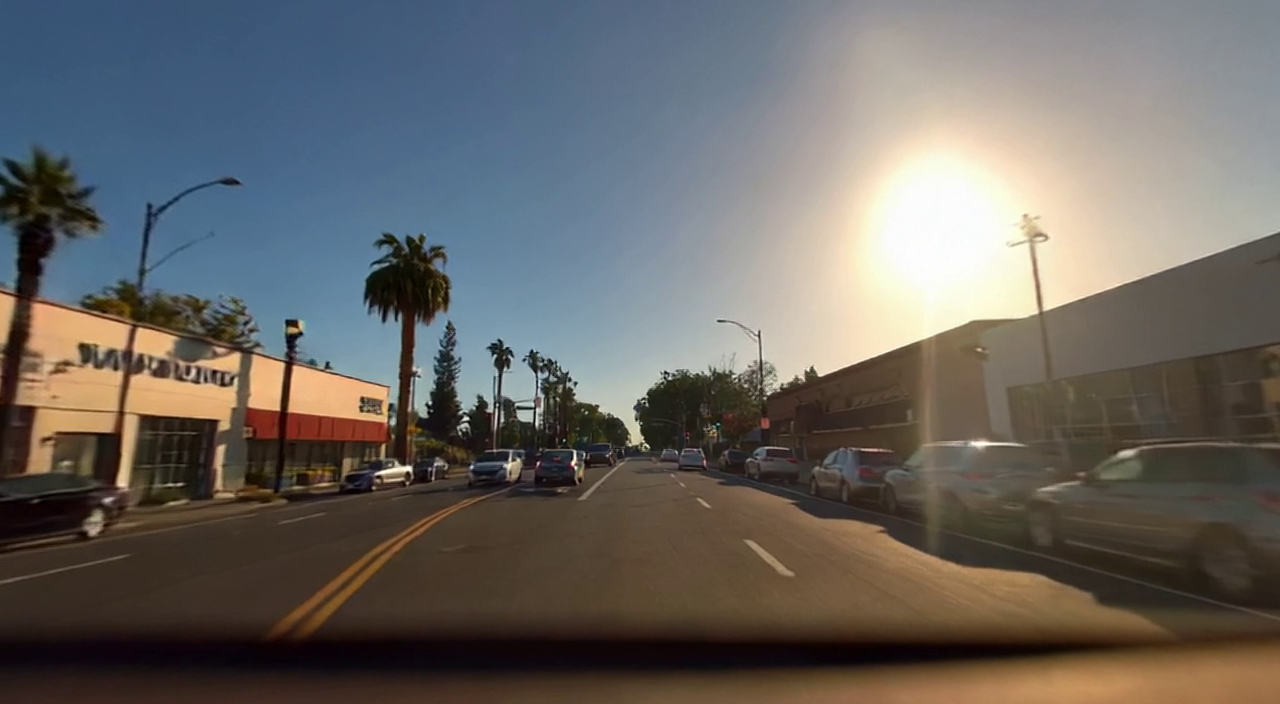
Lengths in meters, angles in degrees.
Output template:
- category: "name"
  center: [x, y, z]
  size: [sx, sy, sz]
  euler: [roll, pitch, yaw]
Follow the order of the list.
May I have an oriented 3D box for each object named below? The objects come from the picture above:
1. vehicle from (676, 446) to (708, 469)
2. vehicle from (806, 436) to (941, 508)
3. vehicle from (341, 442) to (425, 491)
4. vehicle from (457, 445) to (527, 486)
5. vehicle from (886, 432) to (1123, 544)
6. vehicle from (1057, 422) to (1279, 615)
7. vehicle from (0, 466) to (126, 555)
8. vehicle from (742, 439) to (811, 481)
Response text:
- category: "vehicle"
  center: [3.487, 7.112, 42.846]
  size: [1.896, 1.501, 3.625]
  euler: [0, -8, 1]
- category: "vehicle"
  center: [6.492, 3.352, 18.253]
  size: [1.966, 1.790, 4.646]
  euler: [0, -8, -2]
- category: "vehicle"
  center: [-12.479, 5.712, 31.070]
  size: [2.217, 1.976, 4.738]
  euler: [-1, -15, -2]
- category: "vehicle"
  center: [-6.033, 4.651, 26.208]
  size: [2.010, 1.538, 3.871]
  euler: [0, -8, -1]
- category: "vehicle"
  center: [6.608, 2.465, 12.213]
  size: [1.846, 1.739, 4.525]
  euler: [0, -8, 0]
- category: "vehicle"
  center: [6.605, 1.579, 6.300]
  size: [1.861, 1.695, 4.283]
  euler: [0, -8, -1]
- category: "vehicle"
  center: [-12.592, 3.024, 12.081]
  size: [1.838, 1.515, 4.432]
  euler: [0, -8, -1]
- category: "vehicle"
  center: [6.606, 5.266, 31.254]
  size: [2.128, 1.887, 5.602]
  euler: [0, -8, 0]
